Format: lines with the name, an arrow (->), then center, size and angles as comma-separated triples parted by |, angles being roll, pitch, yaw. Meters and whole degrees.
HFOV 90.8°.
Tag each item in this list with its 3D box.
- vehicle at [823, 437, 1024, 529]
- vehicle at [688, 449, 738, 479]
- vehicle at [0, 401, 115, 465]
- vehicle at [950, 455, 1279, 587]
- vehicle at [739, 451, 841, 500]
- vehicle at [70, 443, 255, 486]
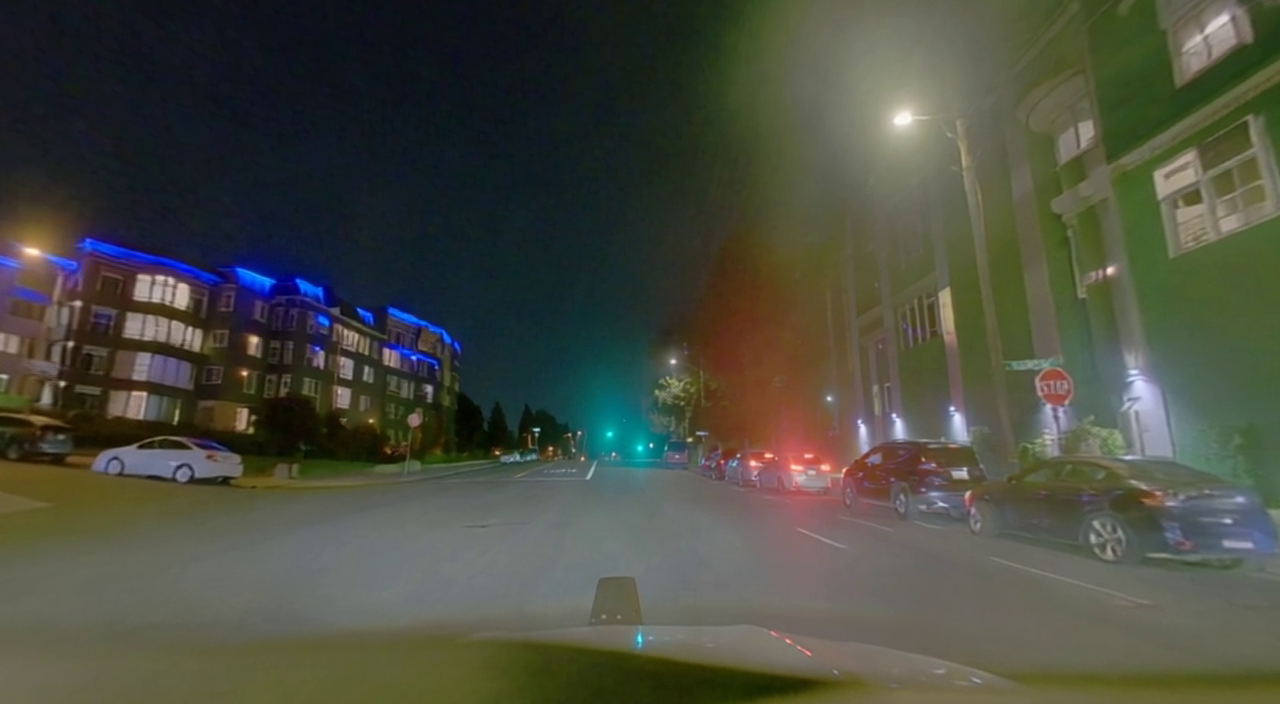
vehicle -> 6.159, 2.867, 14.554 | 1.917, 1.704, 4.840 | 1, -9, -7
vehicle -> 4.017, 6.278, 35.668 | 1.901, 1.495, 4.340 | 0, -9, -6
vehicle -> -21.307, 2.757, 22.010 | 4.598, 1.645, 2.019 | 6, -7, 13
vehicle -> 6.593, 2.218, 9.151 | 1.900, 1.368, 4.176 | 0, -8, -3
vehicle -> 5.302, 4.425, 23.140 | 2.122, 1.554, 4.777 | 1, -9, -6
vehicle -> -16.180, 3.804, 21.695 | 4.603, 1.335, 1.889 | 2, -9, -14
